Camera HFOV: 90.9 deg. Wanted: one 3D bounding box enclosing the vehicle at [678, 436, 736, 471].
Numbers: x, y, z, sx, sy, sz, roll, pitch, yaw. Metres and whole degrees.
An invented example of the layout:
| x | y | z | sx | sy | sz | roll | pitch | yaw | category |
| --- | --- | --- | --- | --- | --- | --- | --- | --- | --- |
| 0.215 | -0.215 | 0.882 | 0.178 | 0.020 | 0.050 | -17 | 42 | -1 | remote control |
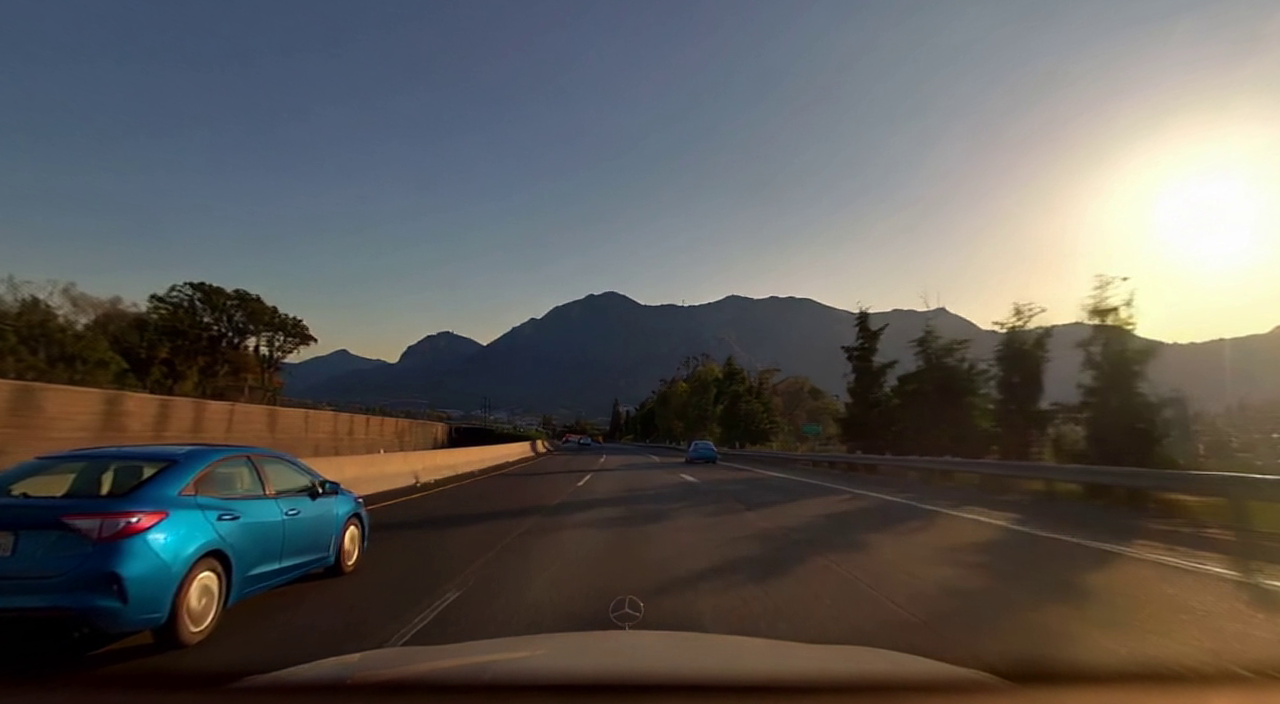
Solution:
| x | y | z | sx | sy | sz | roll | pitch | yaw | category |
| --- | --- | --- | --- | --- | --- | --- | --- | --- | --- |
| 2.906 | 4.543 | 28.367 | 1.985 | 1.440 | 4.466 | 0 | -8 | -2 | vehicle |
